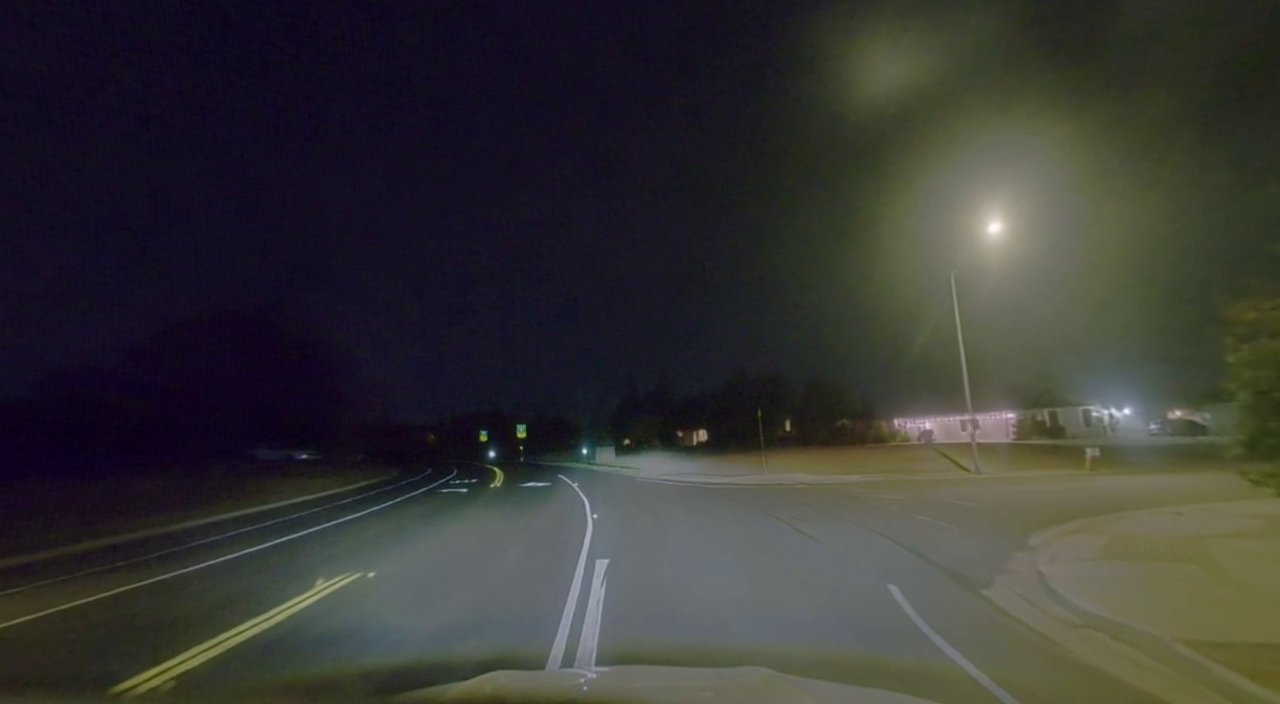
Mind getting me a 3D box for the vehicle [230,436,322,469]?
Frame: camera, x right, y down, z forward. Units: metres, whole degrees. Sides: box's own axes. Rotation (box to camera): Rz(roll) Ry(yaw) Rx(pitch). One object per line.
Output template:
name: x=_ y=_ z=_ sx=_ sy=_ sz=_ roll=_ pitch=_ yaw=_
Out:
vehicle: x=-23.118 y=6.362 z=40.062 sx=4.699 sy=1.996 sz=2.116 roll=-2 pitch=-8 yaw=11
